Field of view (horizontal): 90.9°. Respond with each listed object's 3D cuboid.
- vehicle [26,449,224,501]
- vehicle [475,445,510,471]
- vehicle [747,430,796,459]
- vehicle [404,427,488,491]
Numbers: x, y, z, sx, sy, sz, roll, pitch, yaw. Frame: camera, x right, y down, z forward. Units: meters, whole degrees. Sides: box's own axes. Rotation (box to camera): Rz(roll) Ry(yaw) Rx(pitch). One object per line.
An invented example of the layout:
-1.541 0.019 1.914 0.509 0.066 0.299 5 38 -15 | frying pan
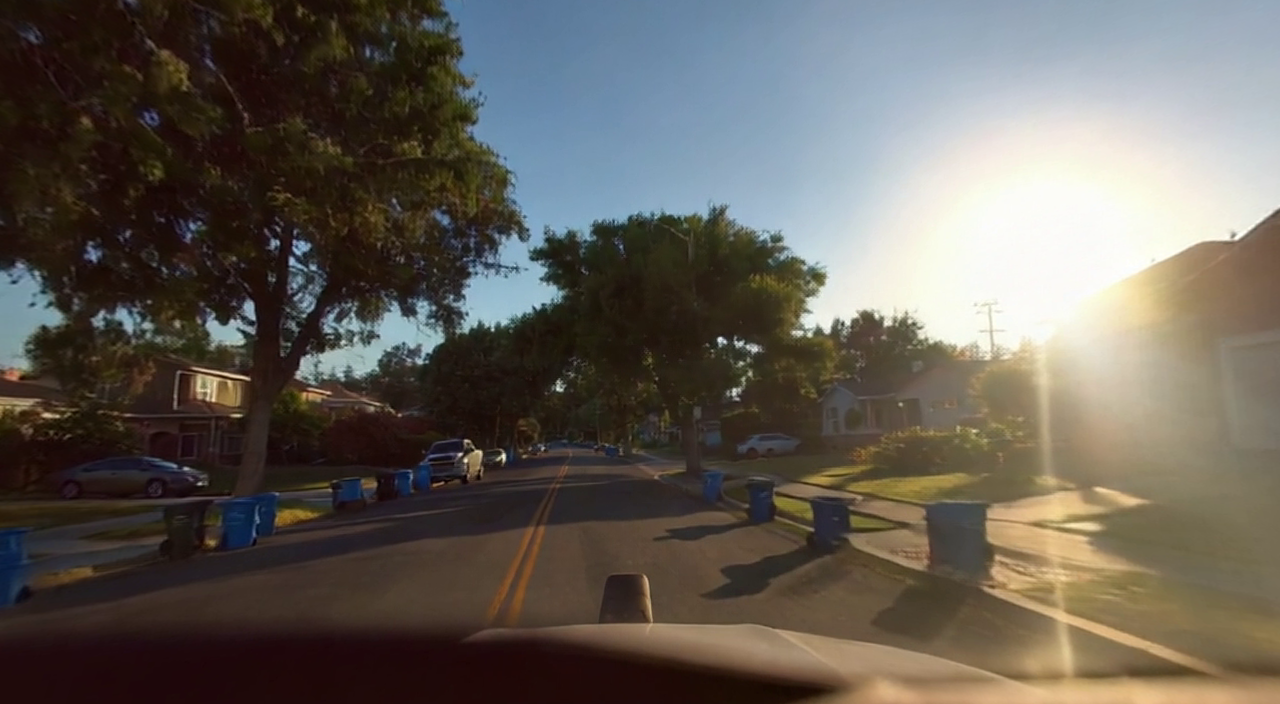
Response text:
-16.694 4.010 20.677 4.617 1.491 1.953 -1 -10 -5 | vehicle
-10.631 7.622 45.622 1.945 1.530 4.430 -4 -6 -8 | vehicle
8.997 6.337 43.476 1.936 1.687 4.714 -4 -7 -5 | vehicle
-8.522 4.657 28.354 2.223 2.115 5.707 6 -5 -4 | vehicle
